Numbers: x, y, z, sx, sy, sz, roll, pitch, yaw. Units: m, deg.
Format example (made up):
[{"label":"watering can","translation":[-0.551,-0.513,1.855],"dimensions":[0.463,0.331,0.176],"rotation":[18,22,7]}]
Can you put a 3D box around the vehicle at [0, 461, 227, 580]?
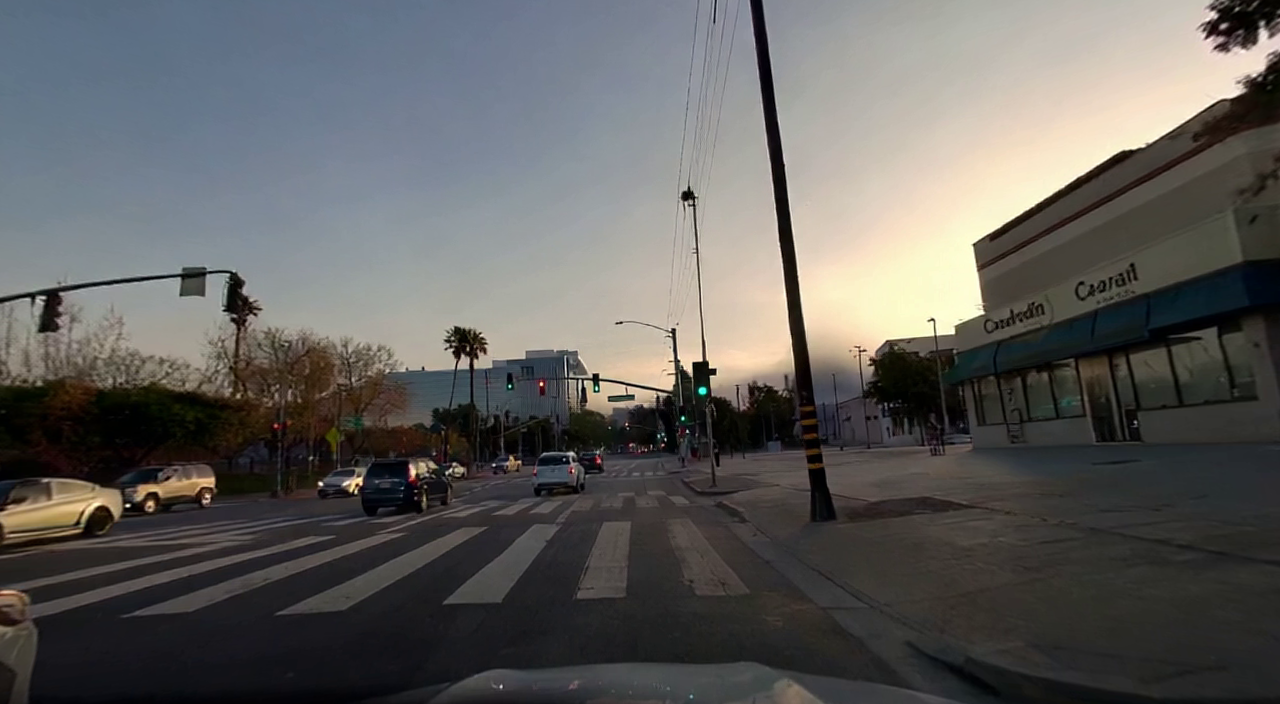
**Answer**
[{"label":"vehicle","translation":[-9.625,2.711,10.890],"dimensions":[2.073,1.519,4.248],"rotation":[0,-9,0]}]

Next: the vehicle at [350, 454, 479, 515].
[{"label":"vehicle","translation":[-6.373,3.771,18.430],"dimensions":[1.960,1.479,4.654],"rotation":[0,-9,1]}]

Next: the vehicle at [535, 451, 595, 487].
[{"label":"vehicle","translation":[-3.338,5.308,28.880],"dimensions":[2.147,1.472,4.406],"rotation":[0,-9,1]}]
